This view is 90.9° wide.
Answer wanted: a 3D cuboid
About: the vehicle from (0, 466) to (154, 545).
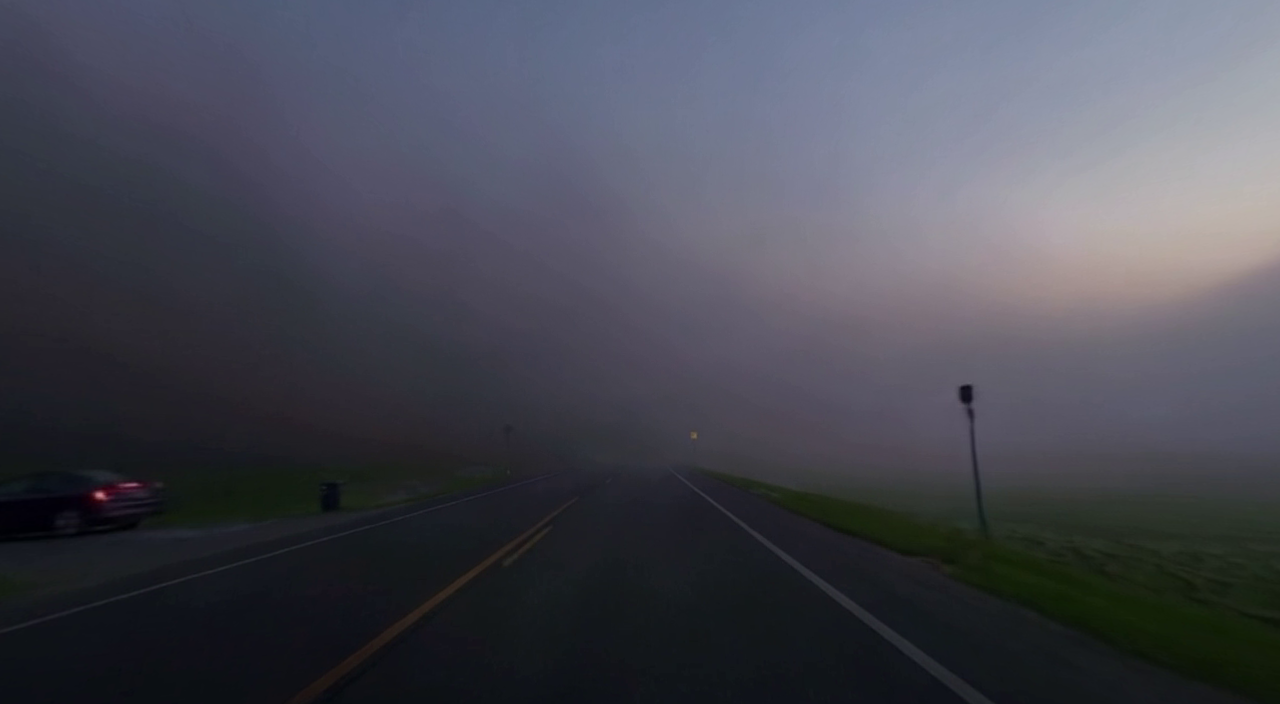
[{"bbox_3d":[-12.862,3.080,12.878,4.266,1.425,1.759,0,-9,-3],"label":"vehicle"}]
